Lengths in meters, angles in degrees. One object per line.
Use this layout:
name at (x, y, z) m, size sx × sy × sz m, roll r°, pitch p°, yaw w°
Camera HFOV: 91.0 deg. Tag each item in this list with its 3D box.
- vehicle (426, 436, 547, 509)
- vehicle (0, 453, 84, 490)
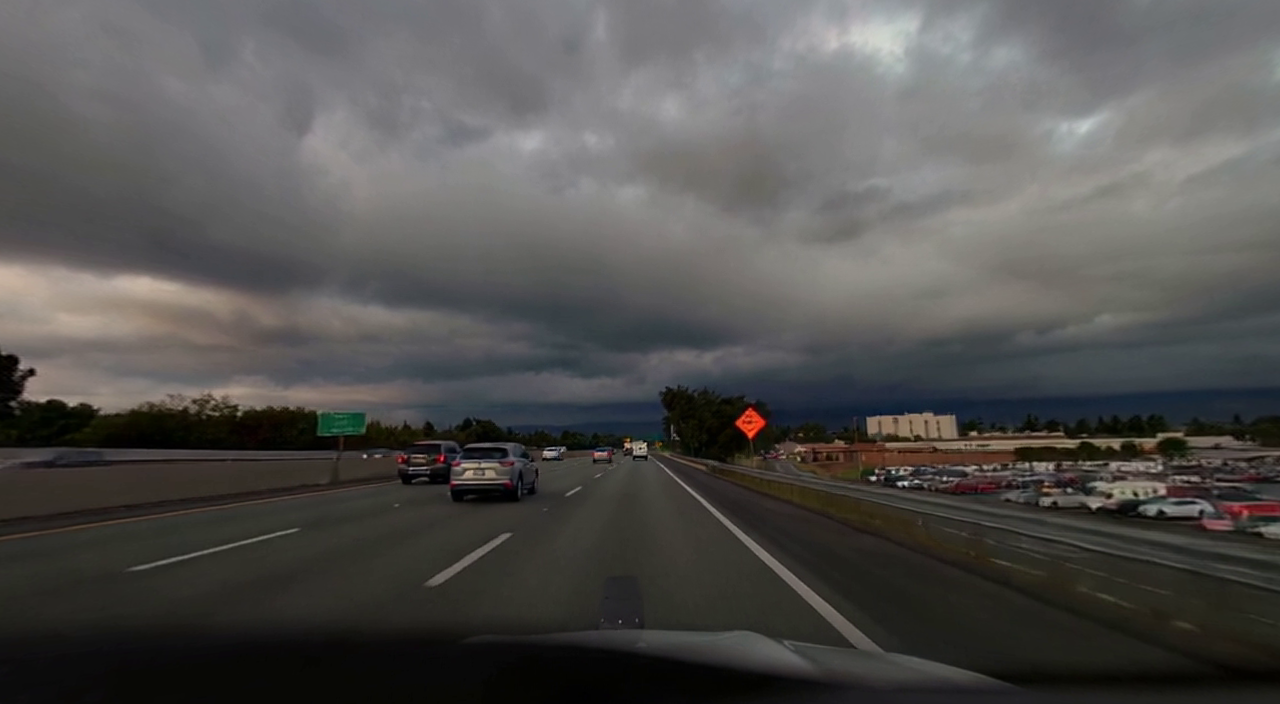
vehicle at (-3.882, 3.128, 16.771) m, size 2.070 × 1.665 × 4.213 m, roll 0°, pitch -9°, yaw 1°
vehicle at (-29.701, 5.678, 30.119) m, size 1.863 × 1.612 × 4.639 m, roll 0°, pitch -9°, yaw 2°
